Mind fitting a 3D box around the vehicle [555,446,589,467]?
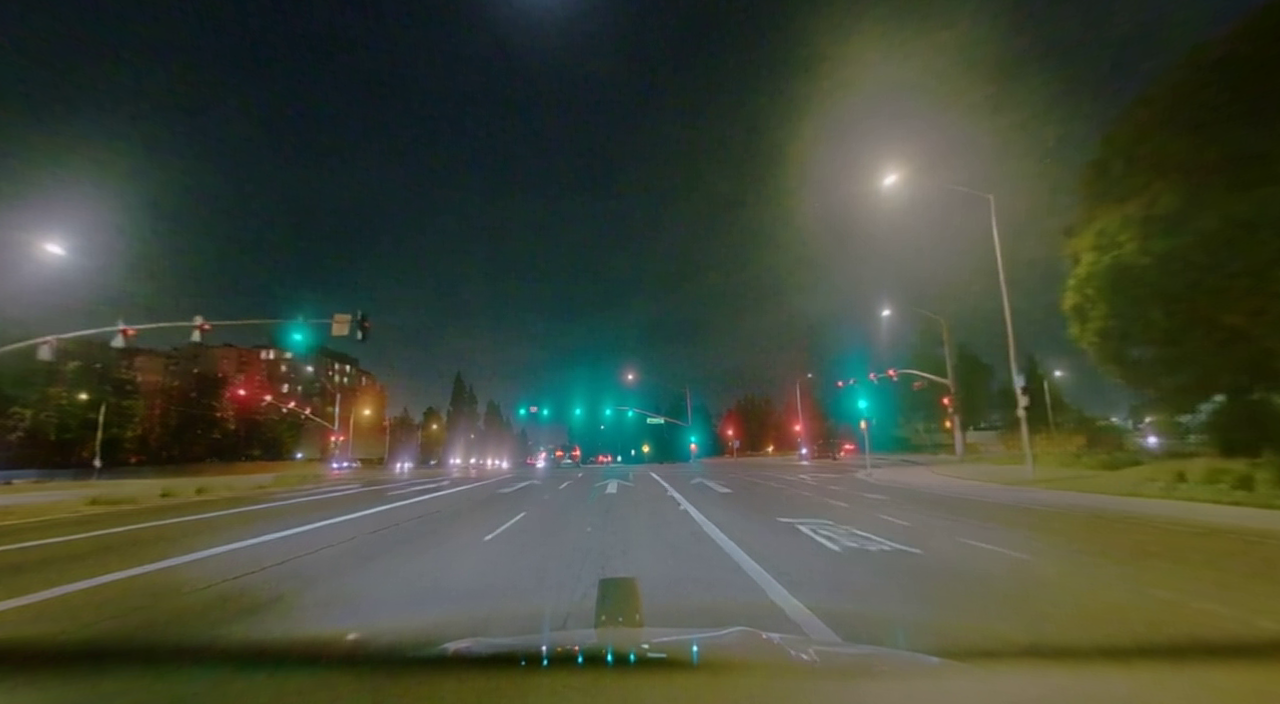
[{"bbox_3d":[-4.880,7.558,45.989,2.073,1.445,4.151,0,-8,-1],"label":"vehicle"}]
